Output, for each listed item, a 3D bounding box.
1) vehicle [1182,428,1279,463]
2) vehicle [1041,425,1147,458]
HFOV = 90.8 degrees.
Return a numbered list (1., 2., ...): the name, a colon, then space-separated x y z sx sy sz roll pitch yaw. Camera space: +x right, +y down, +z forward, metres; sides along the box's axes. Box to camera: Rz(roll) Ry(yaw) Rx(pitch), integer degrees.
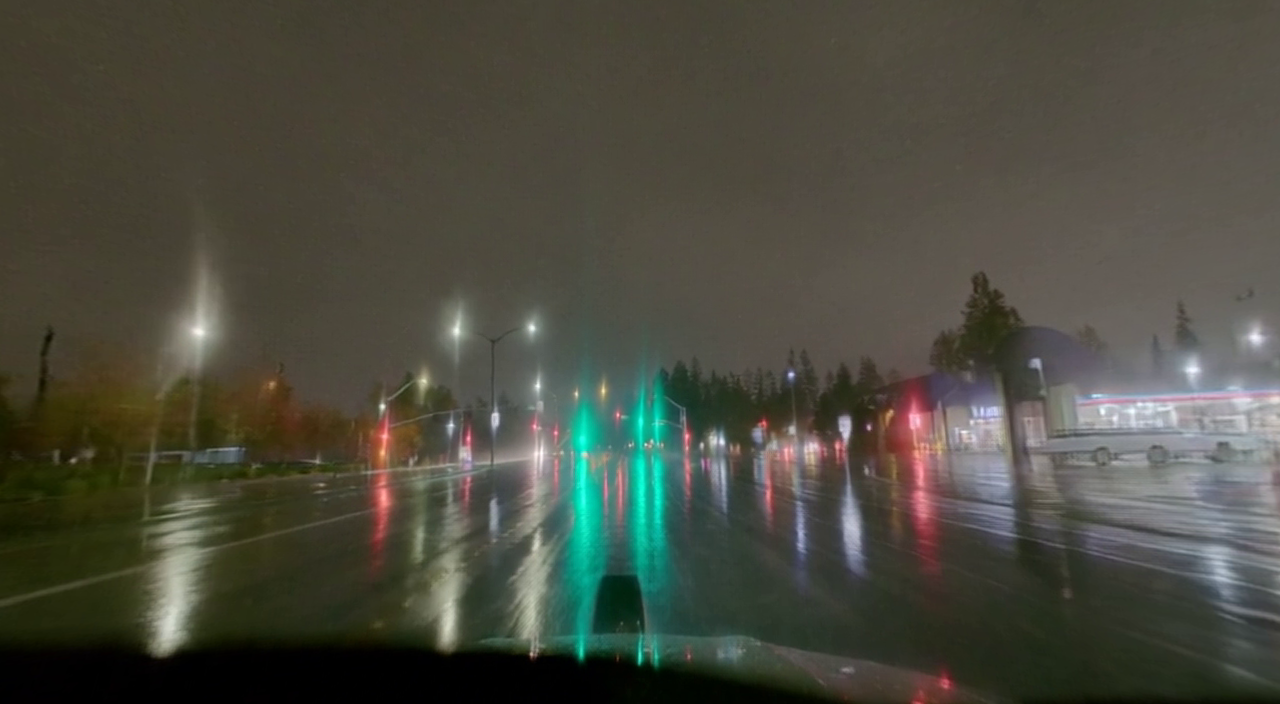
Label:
1. vehicle: 29.877 4.692 31.688 1.784 1.567 3.930 -2 -9 -1
2. vehicle: 20.828 4.123 29.074 3.526 1.430 1.698 0 -9 1
